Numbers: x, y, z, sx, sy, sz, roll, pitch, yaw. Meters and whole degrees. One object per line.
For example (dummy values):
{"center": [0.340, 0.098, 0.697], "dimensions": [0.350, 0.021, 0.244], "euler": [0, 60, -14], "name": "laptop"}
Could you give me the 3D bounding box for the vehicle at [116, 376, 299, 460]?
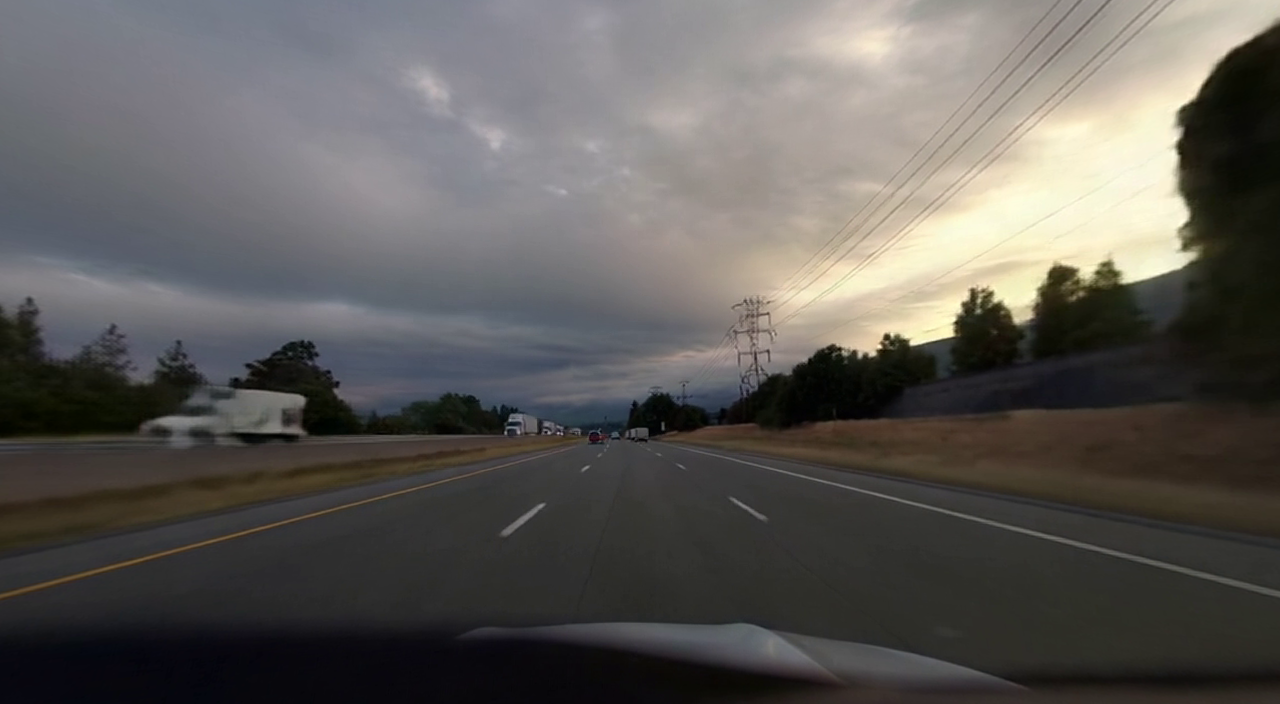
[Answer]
{"center": [-16.839, 2.730, 25.259], "dimensions": [2.584, 2.888, 6.722], "euler": [0, -8, -1], "name": "vehicle"}
